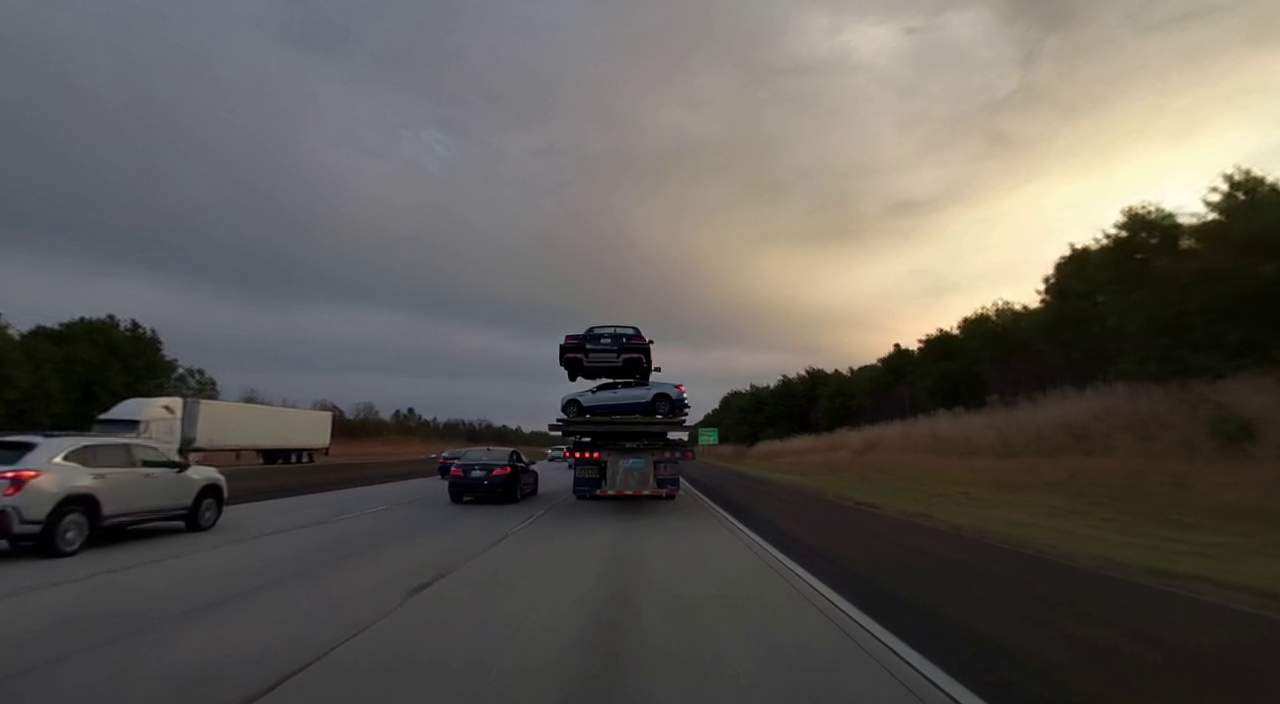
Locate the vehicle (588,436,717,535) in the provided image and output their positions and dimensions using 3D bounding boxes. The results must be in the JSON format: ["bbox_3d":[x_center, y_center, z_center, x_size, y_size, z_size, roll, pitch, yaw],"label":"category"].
[{"bbox_3d":[0.180,2.326,11.496,1.991,1.507,3.391,0,-9,0],"label":"vehicle"}]

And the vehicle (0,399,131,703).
[{"bbox_3d":[-3.393,0.717,0.914,2.149,1.497,3.753,0,-9,0],"label":"vehicle"}]

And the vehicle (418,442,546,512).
[{"bbox_3d":[-3.727,3.028,15.795,1.947,1.470,4.526,0,-9,1],"label":"vehicle"}]

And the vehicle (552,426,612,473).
[{"bbox_3d":[-2.152,3.644,23.563,2.031,1.594,4.103,1,-9,-5],"label":"vehicle"}]
